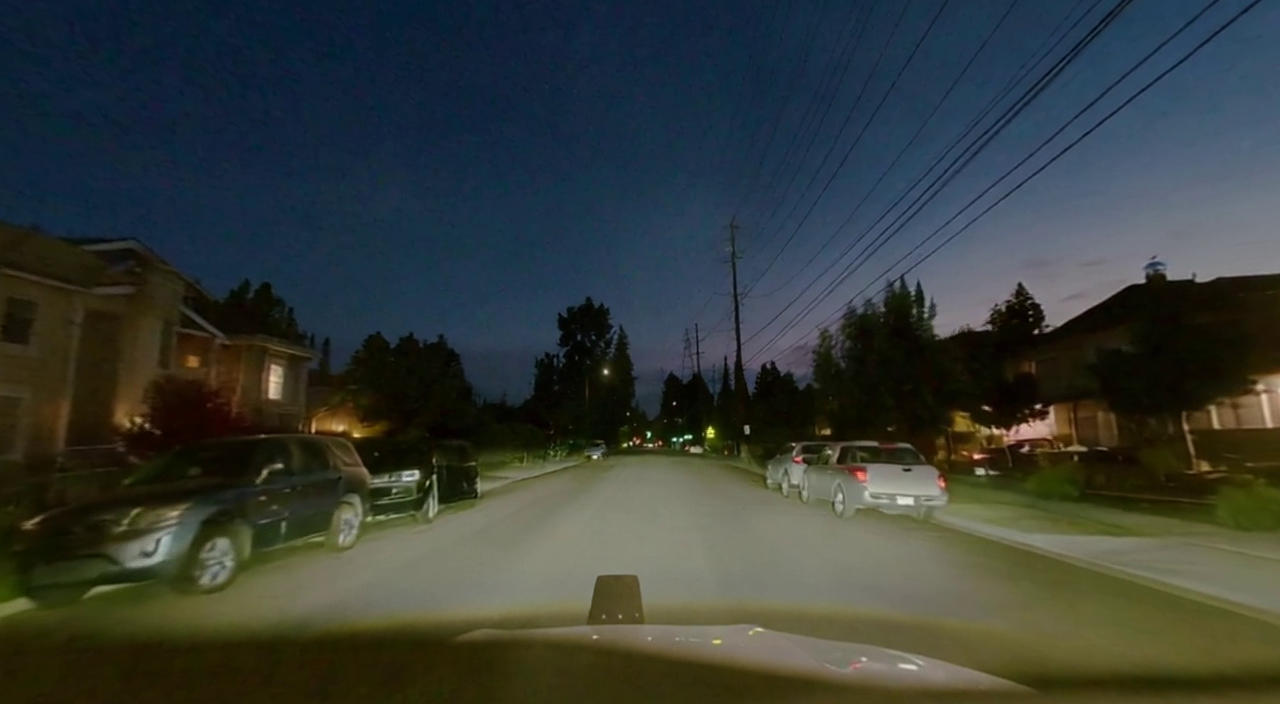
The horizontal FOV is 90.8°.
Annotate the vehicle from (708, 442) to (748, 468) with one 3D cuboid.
[{"bbox_3d":[5.418,6.382,39.206,1.906,1.503,4.498,0,-9,1],"label":"vehicle"}]

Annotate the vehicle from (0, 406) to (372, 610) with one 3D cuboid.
[{"bbox_3d":[-5.443,1.801,8.032,2.118,1.753,4.377,-4,-9,1],"label":"vehicle"}]

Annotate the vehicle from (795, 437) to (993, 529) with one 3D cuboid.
[{"bbox_3d":[4.818,2.546,12.985,2.090,1.489,4.952,0,-9,1],"label":"vehicle"}]

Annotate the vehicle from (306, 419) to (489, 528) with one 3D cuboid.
[{"bbox_3d":[-5.048,2.608,13.966,2.156,1.859,4.573,-4,-9,1],"label":"vehicle"}]

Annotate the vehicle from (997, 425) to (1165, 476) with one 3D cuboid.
[{"bbox_3d":[17.519,3.936,25.309,4.927,1.799,2.245,-2,-9,1],"label":"vehicle"}]
